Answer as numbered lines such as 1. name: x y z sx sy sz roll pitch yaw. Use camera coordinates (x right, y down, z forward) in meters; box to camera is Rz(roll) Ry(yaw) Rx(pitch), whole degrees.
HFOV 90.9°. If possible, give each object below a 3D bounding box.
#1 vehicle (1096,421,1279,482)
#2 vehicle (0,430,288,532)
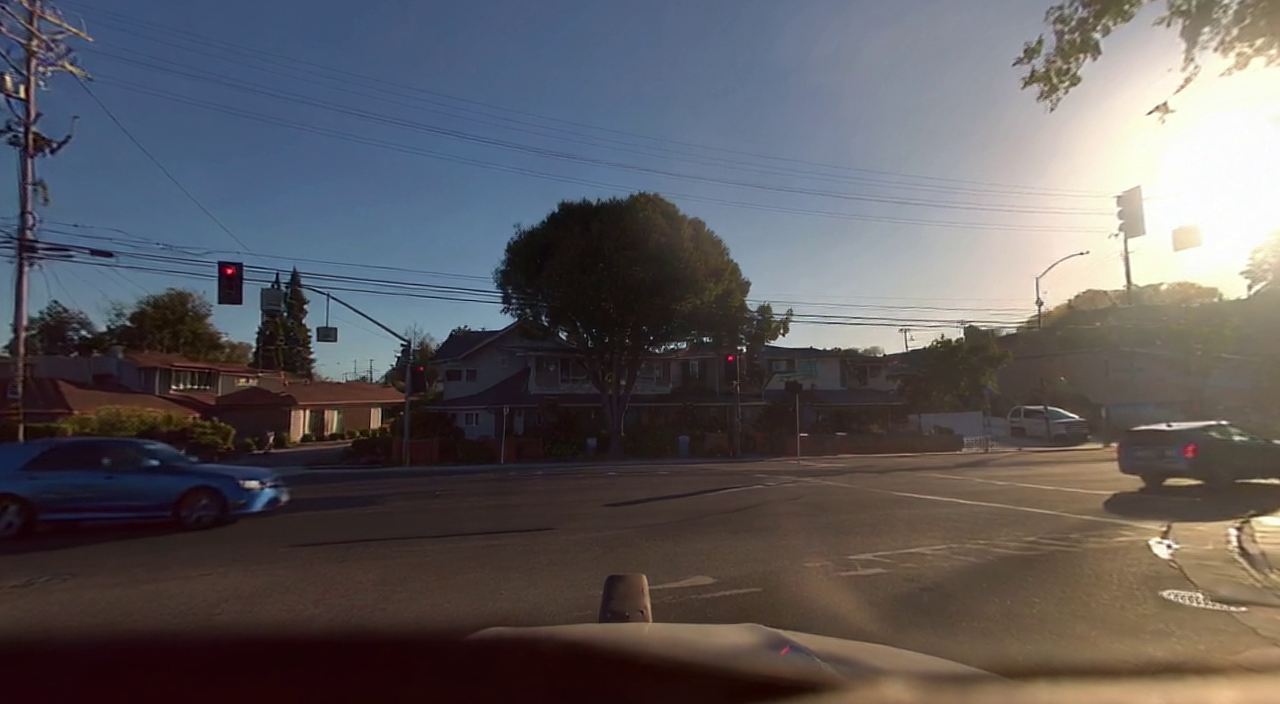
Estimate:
1. vehicle: 14.757 2.563 16.436 4.757 1.442 1.858 2 -9 -14
2. vehicle: -8.767 2.079 10.523 4.610 1.476 2.021 2 -9 -15
